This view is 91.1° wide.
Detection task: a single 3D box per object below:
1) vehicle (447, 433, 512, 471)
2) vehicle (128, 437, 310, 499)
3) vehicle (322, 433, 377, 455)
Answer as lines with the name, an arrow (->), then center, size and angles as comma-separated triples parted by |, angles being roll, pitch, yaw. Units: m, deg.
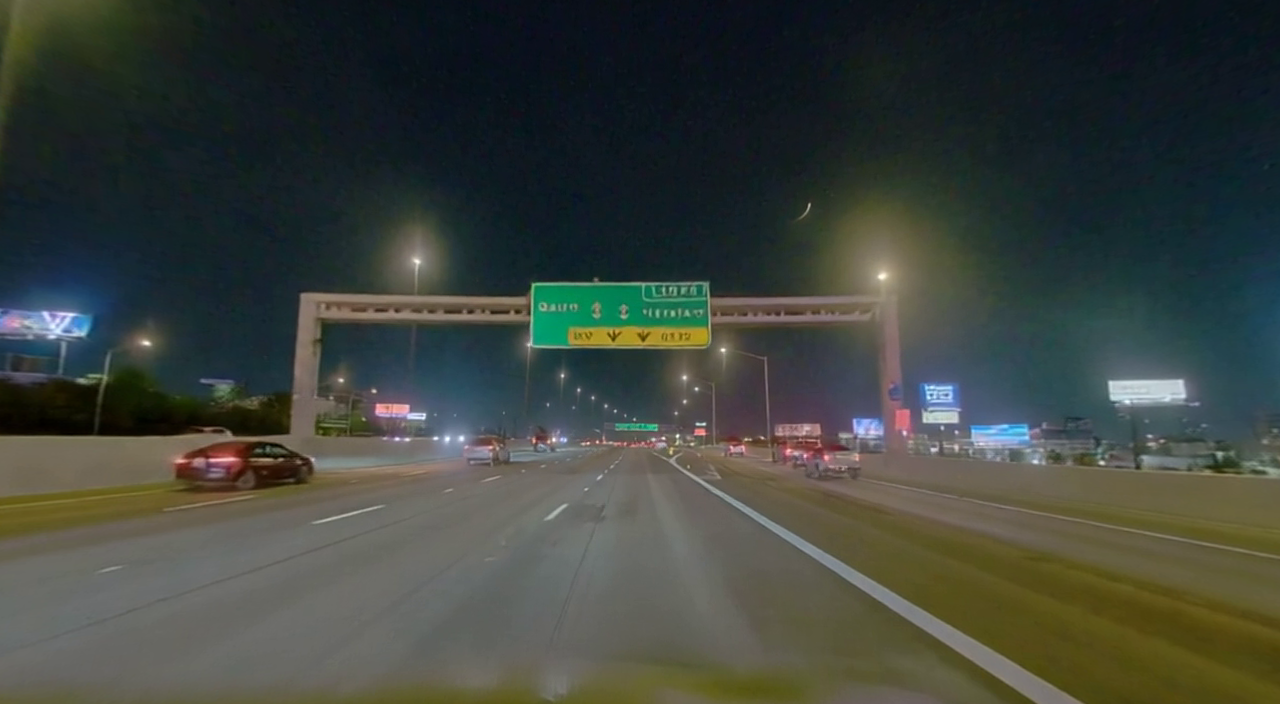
vehicle -> -7.386, 4.619, 29.328 | 1.979, 1.646, 4.096 | 0, -8, 0
vehicle -> -10.813, 2.959, 16.591 | 1.976, 1.413, 4.088 | 0, -8, 0
vehicle -> -20.422, 6.498, 44.382 | 1.842, 1.464, 4.113 | 0, -8, 0
